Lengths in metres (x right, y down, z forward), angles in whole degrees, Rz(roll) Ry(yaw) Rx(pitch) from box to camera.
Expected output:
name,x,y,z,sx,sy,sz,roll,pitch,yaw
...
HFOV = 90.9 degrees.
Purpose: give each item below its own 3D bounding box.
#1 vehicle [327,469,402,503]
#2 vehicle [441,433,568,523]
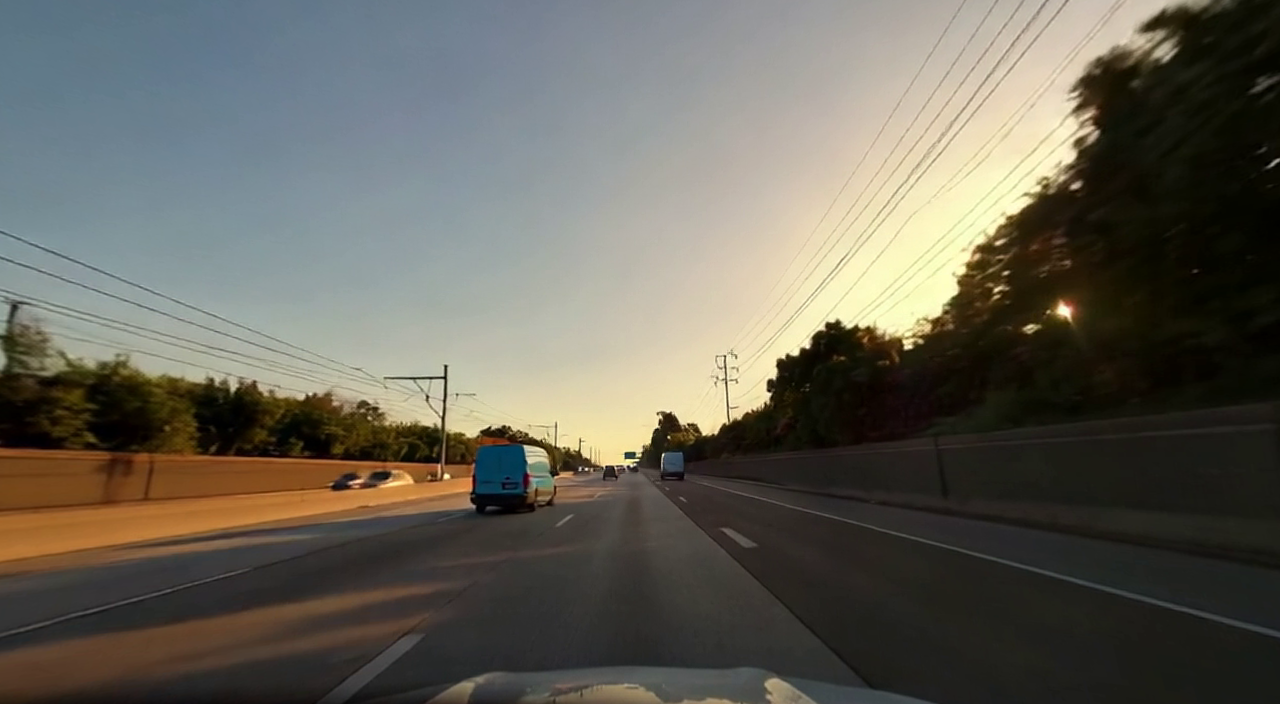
name,x,y,z,sx,sy,sz,roll,pitch,yaw
vehicle,-13.600,6.626,31.359,1.847,1.490,4.151,1,-11,-1
vehicle,-3.369,3.313,16.798,2.324,2.008,4.654,1,-11,0
